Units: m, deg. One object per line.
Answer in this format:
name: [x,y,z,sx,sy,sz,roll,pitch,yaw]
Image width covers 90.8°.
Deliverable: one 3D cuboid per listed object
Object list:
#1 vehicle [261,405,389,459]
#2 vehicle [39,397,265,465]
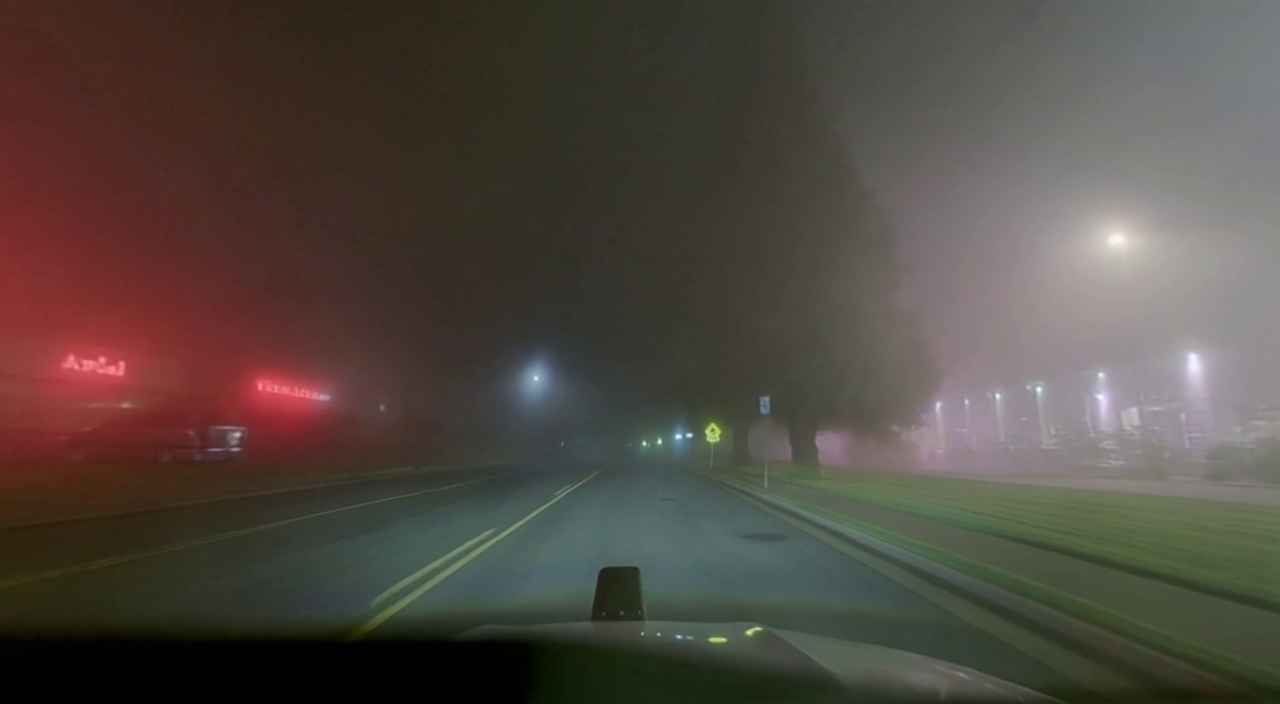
vehicle: [-19.764,5.098,39.924,6.595,3.267,2.535,0,-8,0]
vehicle: [-19.590,3.228,25.743,6.919,2.613,2.356,0,-9,-4]
